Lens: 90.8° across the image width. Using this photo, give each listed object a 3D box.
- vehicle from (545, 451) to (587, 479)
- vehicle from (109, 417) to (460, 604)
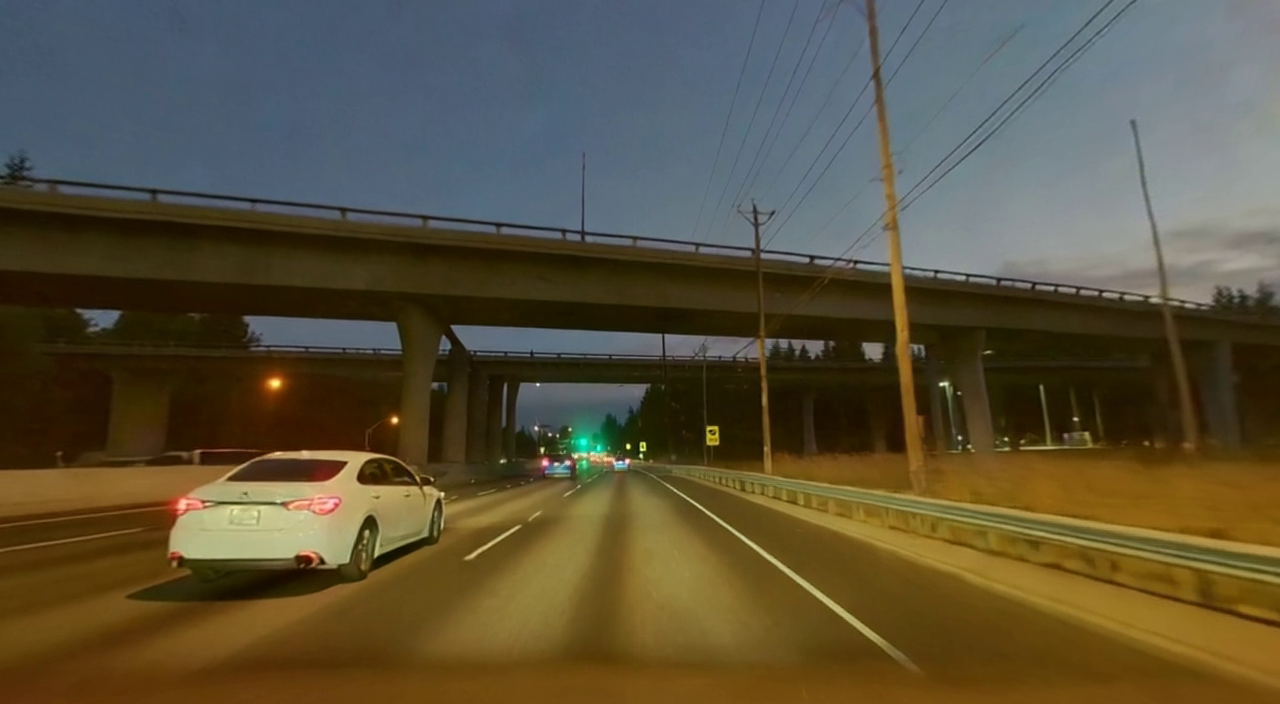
[{"bbox_3d":[-4.172,6.374,36.014,1.946,1.437,4.154,0,-8,-1],"label":"vehicle"},{"bbox_3d":[-3.829,1.748,7.913,1.925,1.666,4.271,0,-8,-1],"label":"vehicle"}]
